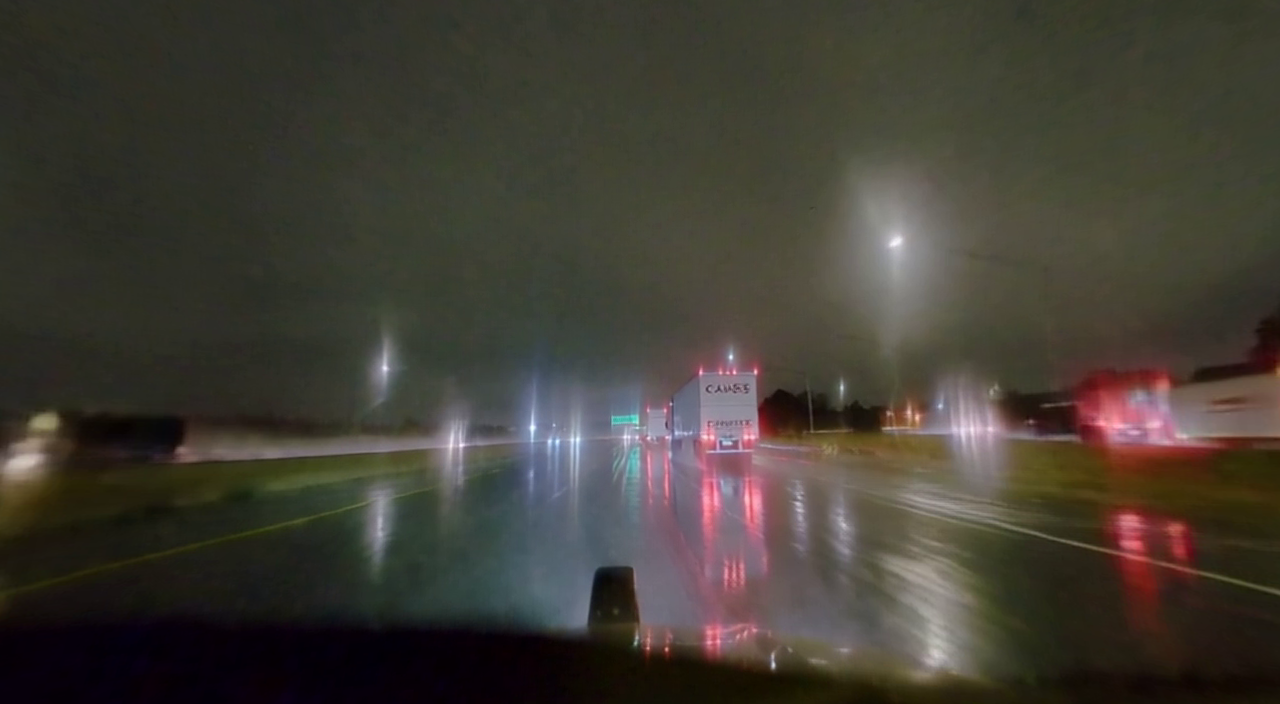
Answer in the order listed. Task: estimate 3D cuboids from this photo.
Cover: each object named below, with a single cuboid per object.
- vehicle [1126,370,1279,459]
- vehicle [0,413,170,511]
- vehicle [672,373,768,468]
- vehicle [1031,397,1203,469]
[{"bbox_3d":[32.241,3.580,34.066,3.091,4.047,14.520,-2,-8,12],"label":"vehicle"},{"bbox_3d":[-20.192,3.684,21.571,2.637,2.866,7.123,0,-8,-1],"label":"vehicle"},{"bbox_3d":[3.796,3.958,34.337,2.976,4.064,14.619,0,-8,-1],"label":"vehicle"},{"bbox_3d":[24.396,4.000,32.923,2.865,2.885,8.040,-4,-3,2],"label":"vehicle"}]
